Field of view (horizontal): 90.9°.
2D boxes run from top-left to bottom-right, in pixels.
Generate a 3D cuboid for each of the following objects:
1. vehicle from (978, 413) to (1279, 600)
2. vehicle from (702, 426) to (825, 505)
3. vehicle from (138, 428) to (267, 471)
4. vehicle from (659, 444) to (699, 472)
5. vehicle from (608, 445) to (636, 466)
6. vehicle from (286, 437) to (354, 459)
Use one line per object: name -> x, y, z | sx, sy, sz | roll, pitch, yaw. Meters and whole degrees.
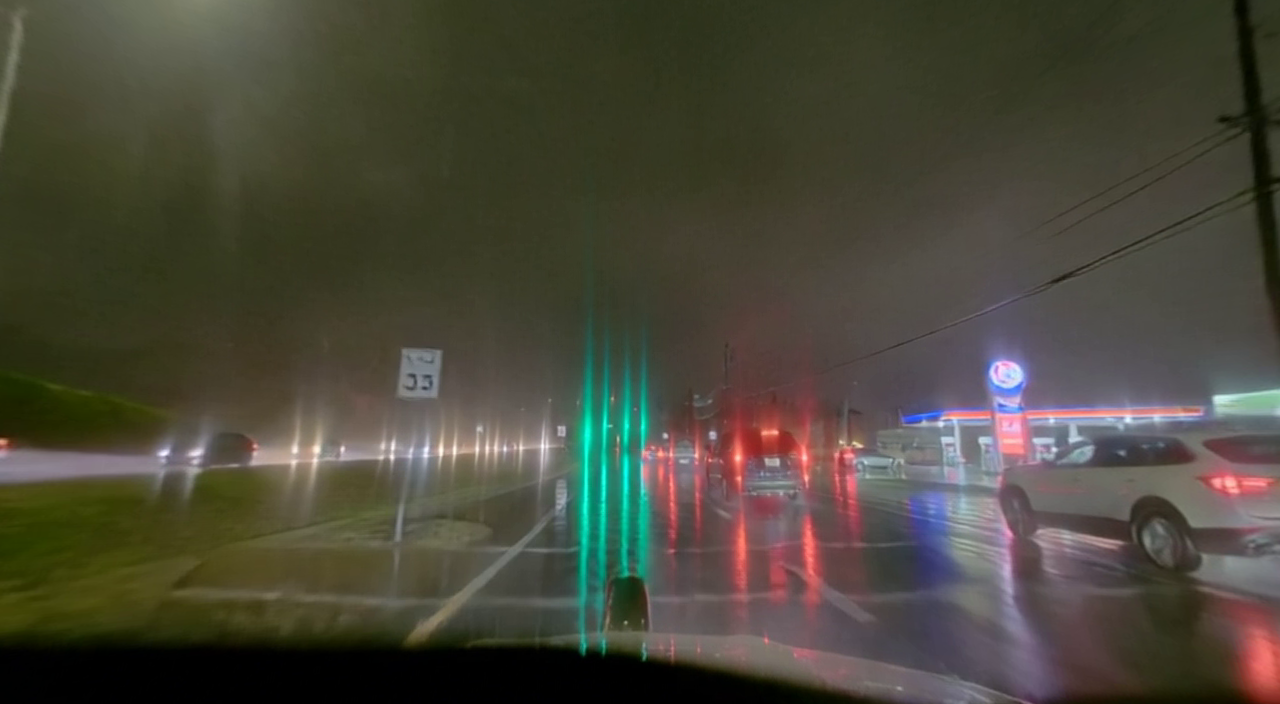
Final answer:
vehicle -> 6.239, 1.644, 7.655 | 1.881, 1.604, 4.289 | 0, -8, 0
vehicle -> 3.043, 2.913, 16.702 | 2.184, 1.777, 4.712 | 0, -8, -1
vehicle -> -18.212, 4.076, 26.564 | 2.081, 1.654, 4.576 | 0, -8, 1
vehicle -> 2.318, 6.357, 38.136 | 2.012, 1.612, 4.114 | 0, -8, -2
vehicle -> -1.367, 8.182, 49.975 | 2.107, 1.527, 4.174 | 0, -8, -1
vehicle -> -21.816, 6.562, 43.188 | 2.124, 1.459, 4.591 | 0, -8, 2
